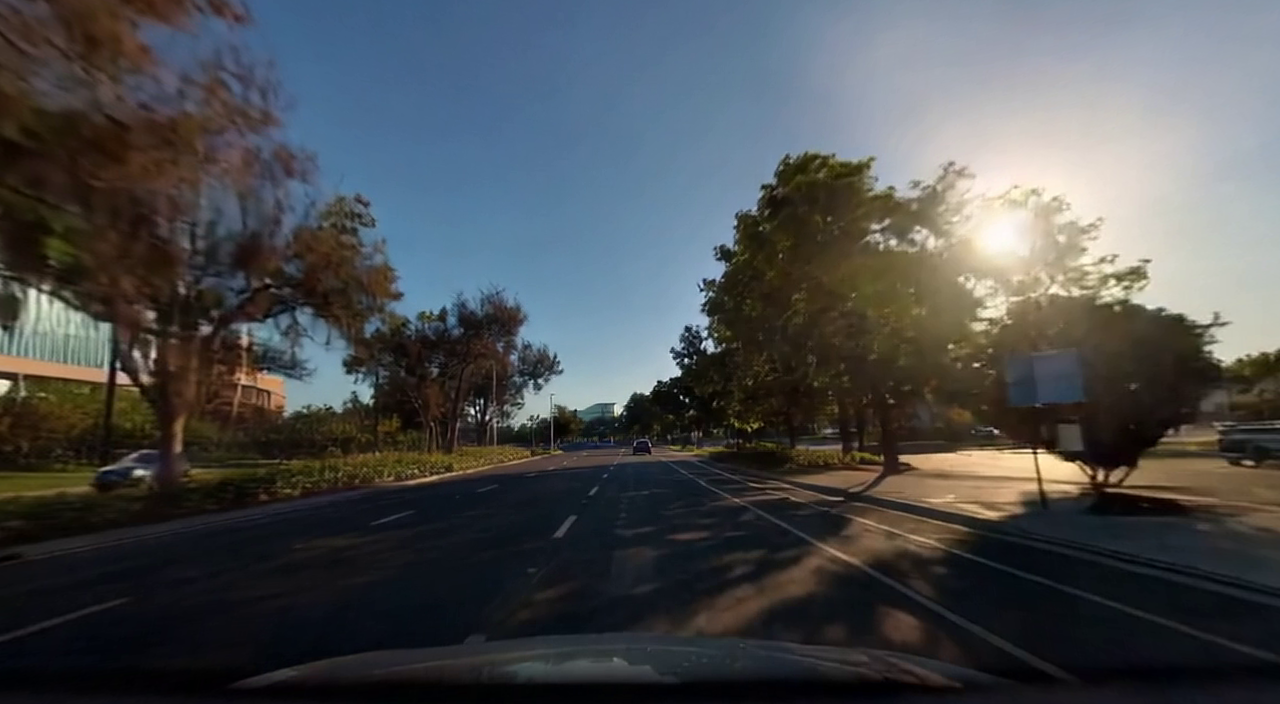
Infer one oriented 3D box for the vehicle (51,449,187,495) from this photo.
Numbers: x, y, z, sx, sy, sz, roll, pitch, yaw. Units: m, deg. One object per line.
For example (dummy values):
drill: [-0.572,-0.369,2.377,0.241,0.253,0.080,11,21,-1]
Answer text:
vehicle: [-20.754,4.759,25.466,1.835,1.606,4.289,0,-8,-1]
